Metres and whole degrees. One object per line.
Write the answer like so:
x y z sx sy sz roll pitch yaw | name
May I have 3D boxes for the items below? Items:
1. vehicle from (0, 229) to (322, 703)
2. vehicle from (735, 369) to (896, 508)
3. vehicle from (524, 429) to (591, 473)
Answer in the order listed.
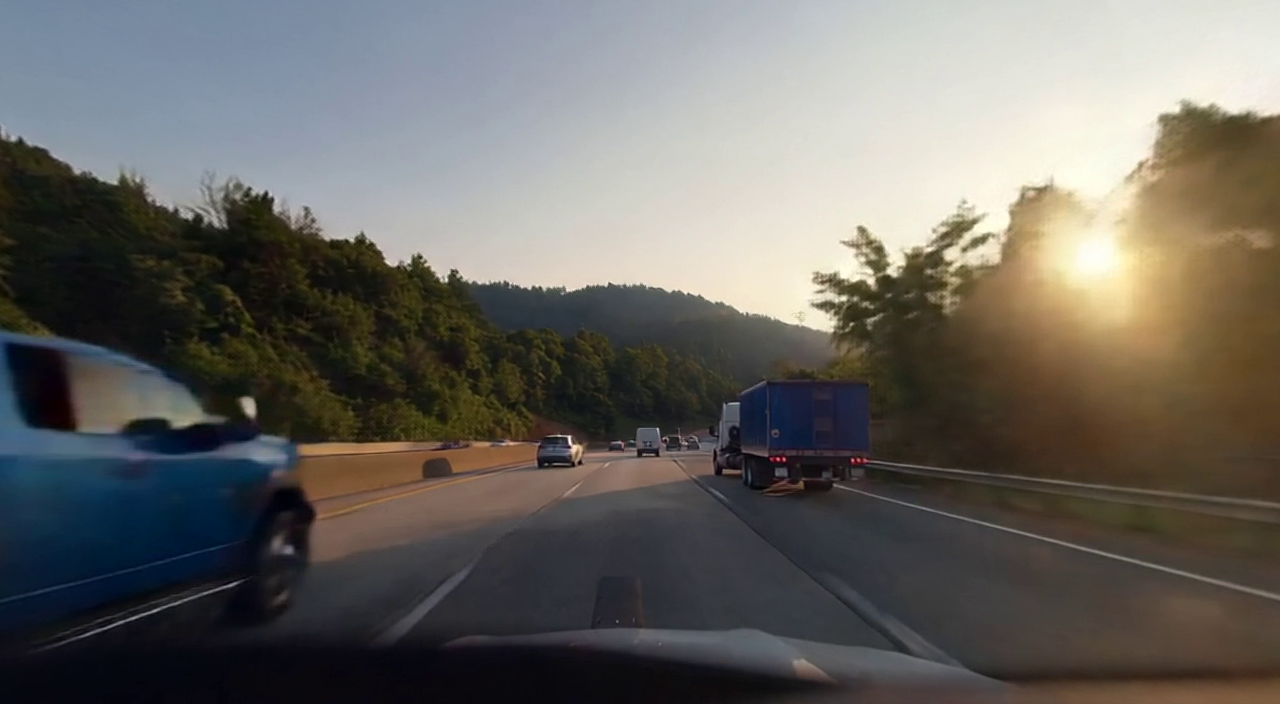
-3.301 0.542 1.890 2.204 1.991 4.720 0 -8 0 | vehicle
3.565 1.869 13.778 2.256 2.568 4.049 0 -8 -1 | vehicle
-3.157 3.877 24.955 2.008 1.588 4.147 0 -8 1 | vehicle
